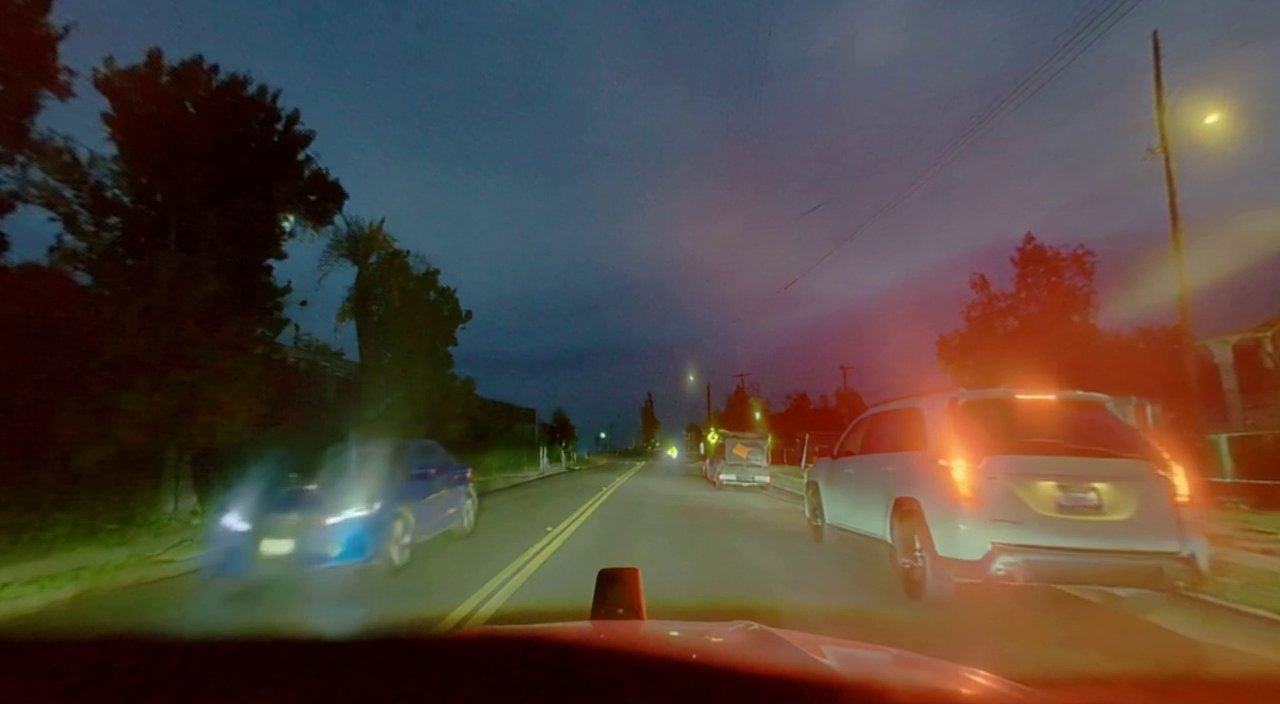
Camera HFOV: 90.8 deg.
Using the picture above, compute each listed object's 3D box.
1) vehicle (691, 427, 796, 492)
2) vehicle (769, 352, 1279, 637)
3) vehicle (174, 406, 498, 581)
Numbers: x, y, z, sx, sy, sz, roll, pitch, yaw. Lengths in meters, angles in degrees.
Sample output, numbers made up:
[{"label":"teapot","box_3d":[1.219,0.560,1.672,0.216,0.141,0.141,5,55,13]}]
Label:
[{"label":"vehicle","box_3d":[3.520,3.877,23.135,2.617,2.020,6.531,0,-9,-1]},{"label":"vehicle","box_3d":[3.567,1.529,7.877,2.759,2.114,6.152,-1,-9,2]},{"label":"vehicle","box_3d":[-3.510,1.737,8.491,2.078,1.716,4.367,-1,-9,1]}]
